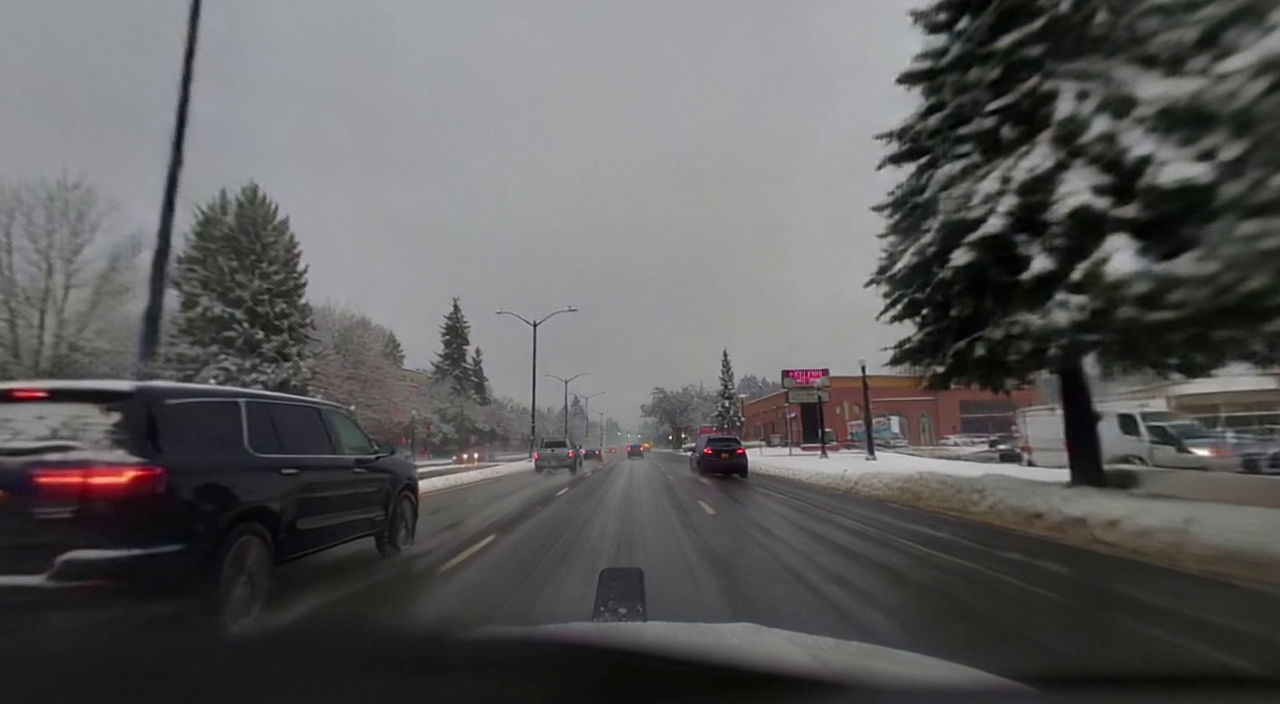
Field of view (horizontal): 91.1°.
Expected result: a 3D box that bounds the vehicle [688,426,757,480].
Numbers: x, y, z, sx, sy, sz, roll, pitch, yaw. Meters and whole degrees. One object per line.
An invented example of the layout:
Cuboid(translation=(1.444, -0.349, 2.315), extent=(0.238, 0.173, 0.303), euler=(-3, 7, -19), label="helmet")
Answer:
Cuboid(translation=(3.153, 3.976, 24.912), extent=(2.024, 1.921, 4.431), euler=(0, -8, -2), label="vehicle")

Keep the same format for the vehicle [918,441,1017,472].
Cuboid(translation=(16.676, 5.287, 31.942), extent=(4.701, 1.470, 1.985), euler=(4, -9, -27), label="vehicle")

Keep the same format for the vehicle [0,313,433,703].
Cuboid(translation=(-3.693, 1.103, 5.387), extent=(2.210, 1.925, 4.838), euler=(0, -8, -1), label="vehicle")

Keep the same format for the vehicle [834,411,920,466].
Cuboid(translation=(15.685, 5.869, 42.311), extent=(2.642, 3.252, 8.515), euler=(0, -8, 1), label="vehicle")

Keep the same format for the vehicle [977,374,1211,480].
Cuboid(translation=(15.770, 2.907, 22.773), extent=(2.919, 3.125, 7.218), euler=(2, -10, -1), label="vehicle")

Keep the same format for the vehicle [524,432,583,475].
Cuboid(translation=(-3.775, 4.531, 28.219), extent=(2.014, 1.775, 4.404), euler=(0, -8, 0), label="vehicle")
